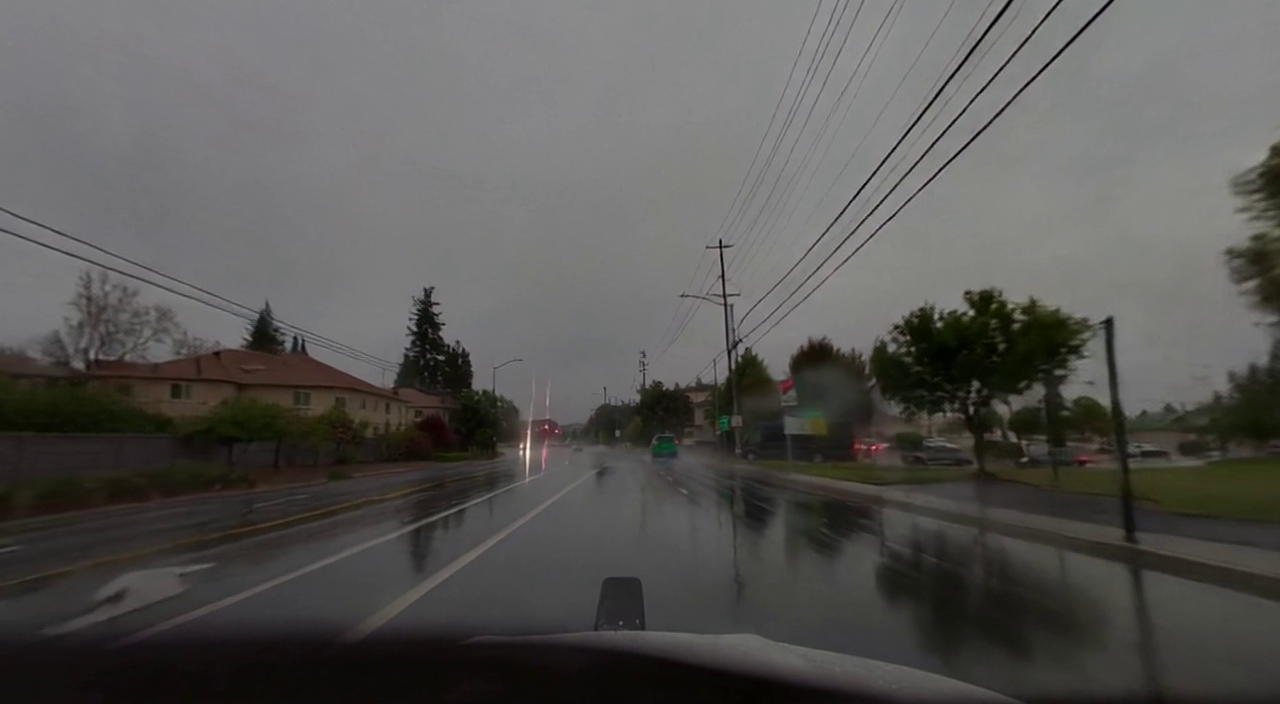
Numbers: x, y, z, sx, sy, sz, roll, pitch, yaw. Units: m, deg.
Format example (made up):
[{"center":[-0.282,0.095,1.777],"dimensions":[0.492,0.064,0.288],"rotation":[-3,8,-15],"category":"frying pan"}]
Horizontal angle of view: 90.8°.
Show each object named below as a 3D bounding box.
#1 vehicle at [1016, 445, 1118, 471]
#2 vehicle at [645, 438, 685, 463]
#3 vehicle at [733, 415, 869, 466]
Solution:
[{"center":[24.278,6.030,36.003],"dimensions":[4.462,1.449,1.877],"rotation":[0,-8,-2],"category":"vehicle"},{"center":[1.543,6.304,40.521],"dimensions":[2.015,1.467,4.117],"rotation":[1,-8,-6],"category":"vehicle"},{"center":[10.328,5.761,40.883],"dimensions":[7.877,3.013,2.916],"rotation":[-5,-10,30],"category":"vehicle"}]
